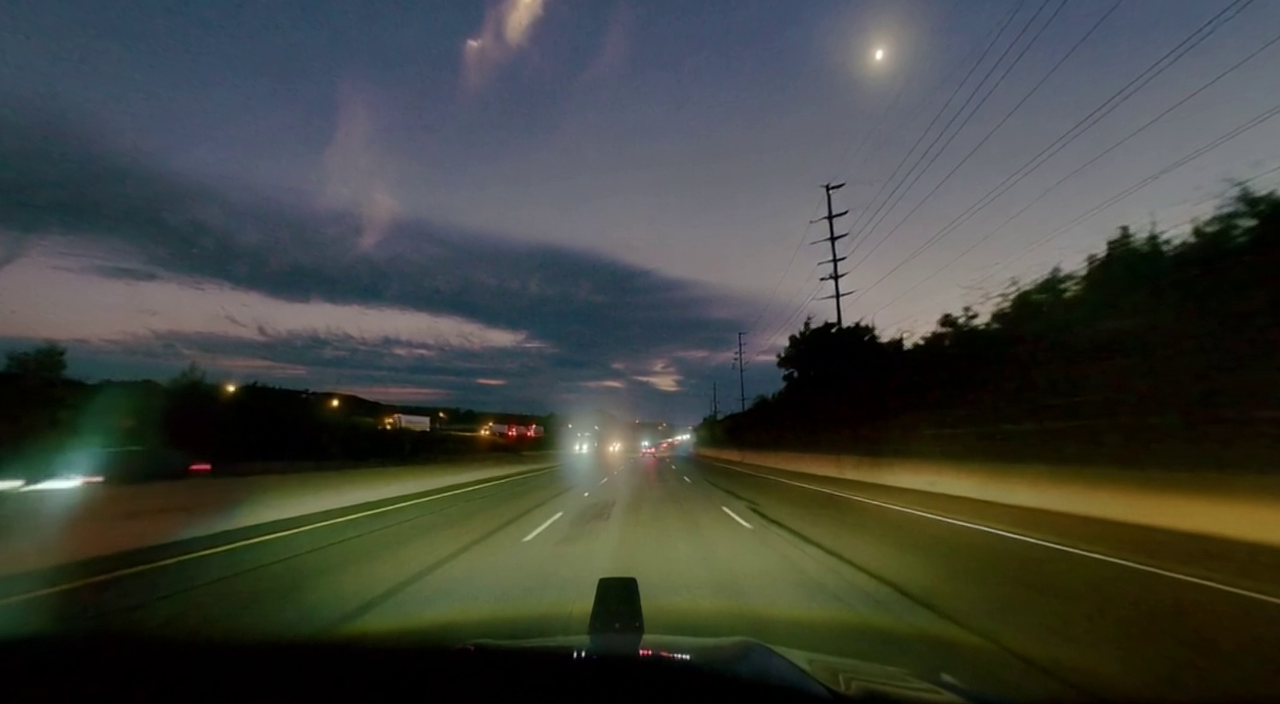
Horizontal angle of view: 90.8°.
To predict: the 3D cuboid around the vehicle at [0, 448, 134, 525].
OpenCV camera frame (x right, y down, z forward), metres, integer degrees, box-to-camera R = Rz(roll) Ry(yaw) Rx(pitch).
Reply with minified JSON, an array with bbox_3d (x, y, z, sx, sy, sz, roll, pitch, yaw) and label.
[{"bbox_3d":[-12.213,2.577,12.410,1.658,1.363,3.429,0,-9,0],"label":"vehicle"}]
